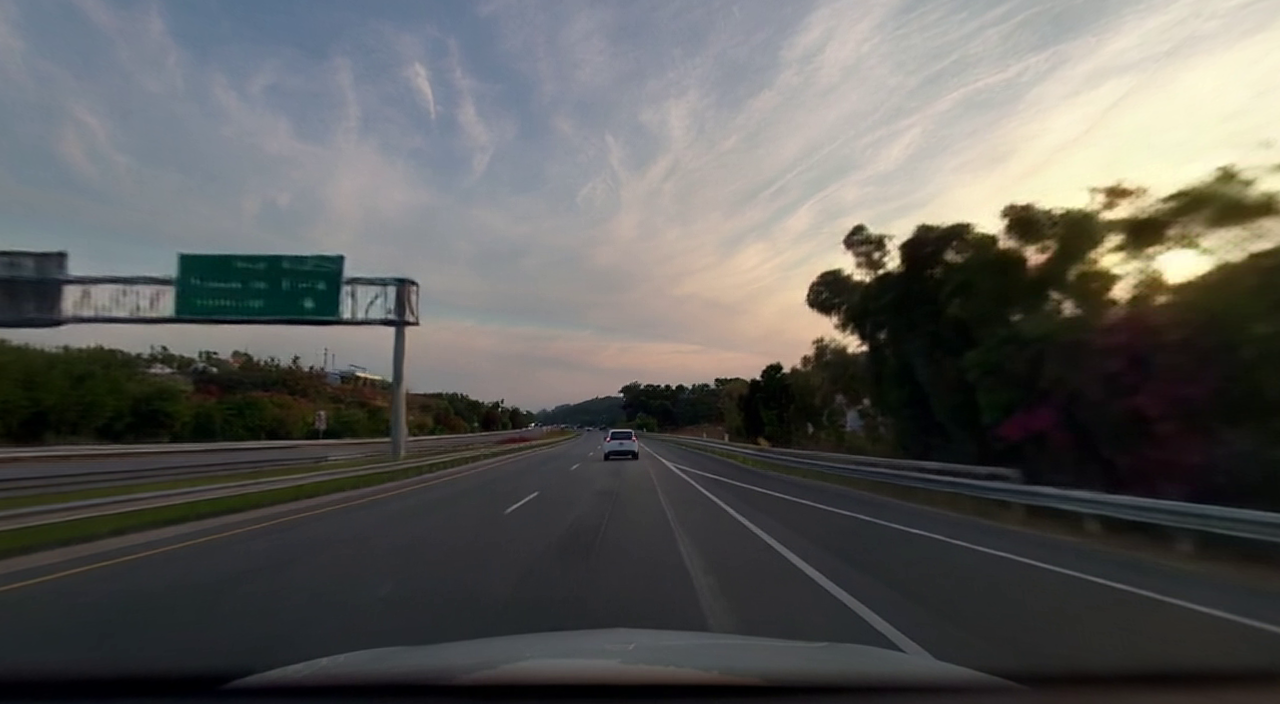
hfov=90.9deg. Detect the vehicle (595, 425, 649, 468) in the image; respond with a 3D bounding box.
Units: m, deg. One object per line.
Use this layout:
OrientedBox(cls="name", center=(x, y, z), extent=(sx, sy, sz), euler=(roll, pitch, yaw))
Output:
OrientedBox(cls="vehicle", center=(-0.746, 3.838, 25.753), extent=(2.020, 1.633, 3.942), euler=(0, -8, -2))
